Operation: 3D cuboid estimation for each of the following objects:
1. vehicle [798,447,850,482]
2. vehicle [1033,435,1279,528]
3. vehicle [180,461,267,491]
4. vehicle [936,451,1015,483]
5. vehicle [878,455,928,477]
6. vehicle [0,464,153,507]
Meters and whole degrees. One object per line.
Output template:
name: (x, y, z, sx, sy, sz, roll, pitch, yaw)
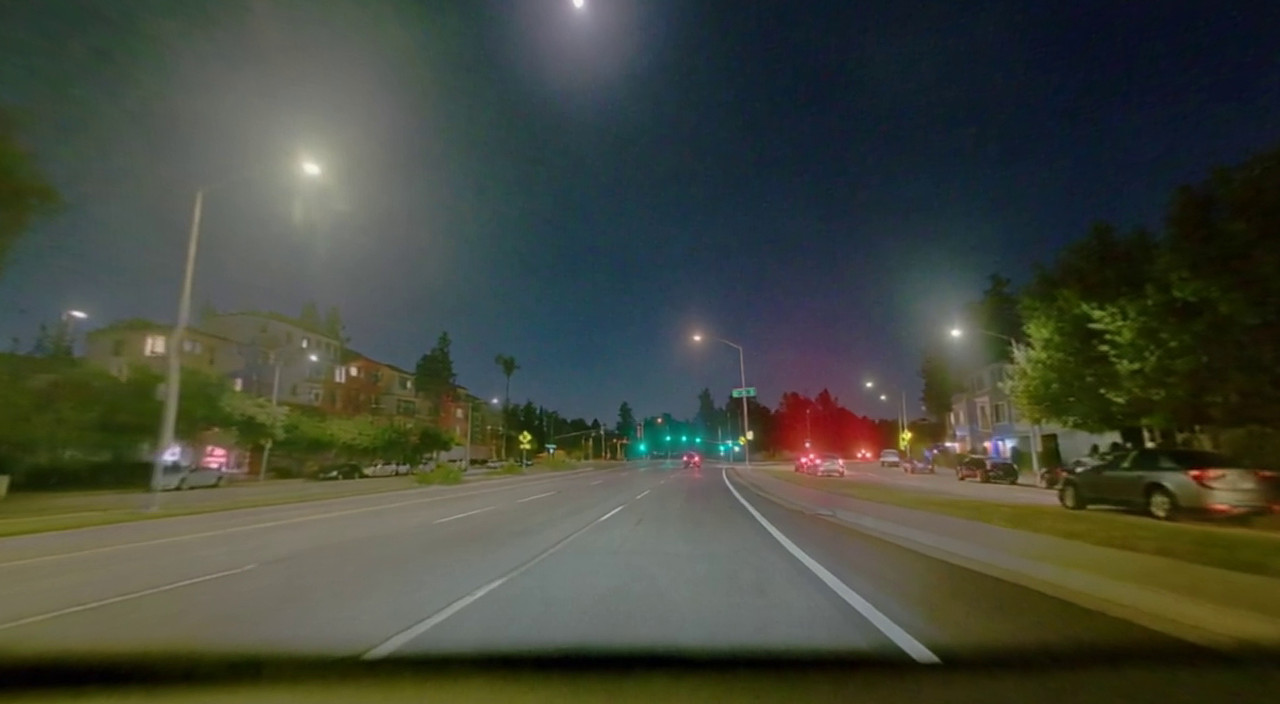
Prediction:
vehicle: (11.476, 7.148, 39.787, 1.923, 1.741, 4.683, -4, -14, 2)
vehicle: (10.453, 2.669, 12.776, 1.988, 1.487, 4.479, -1, -13, -1)
vehicle: (-26.496, 7.879, 40.425, 2.032, 1.799, 4.636, -1, -9, 6)
vehicle: (17.573, 6.051, 33.362, 1.940, 1.556, 4.542, -1, -9, 4)
vehicle: (18.879, 8.183, 45.582, 1.969, 1.465, 4.930, -1, -9, 6)
vehicle: (-22.143, 5.181, 24.889, 1.880, 1.455, 4.599, -1, -9, 7)
